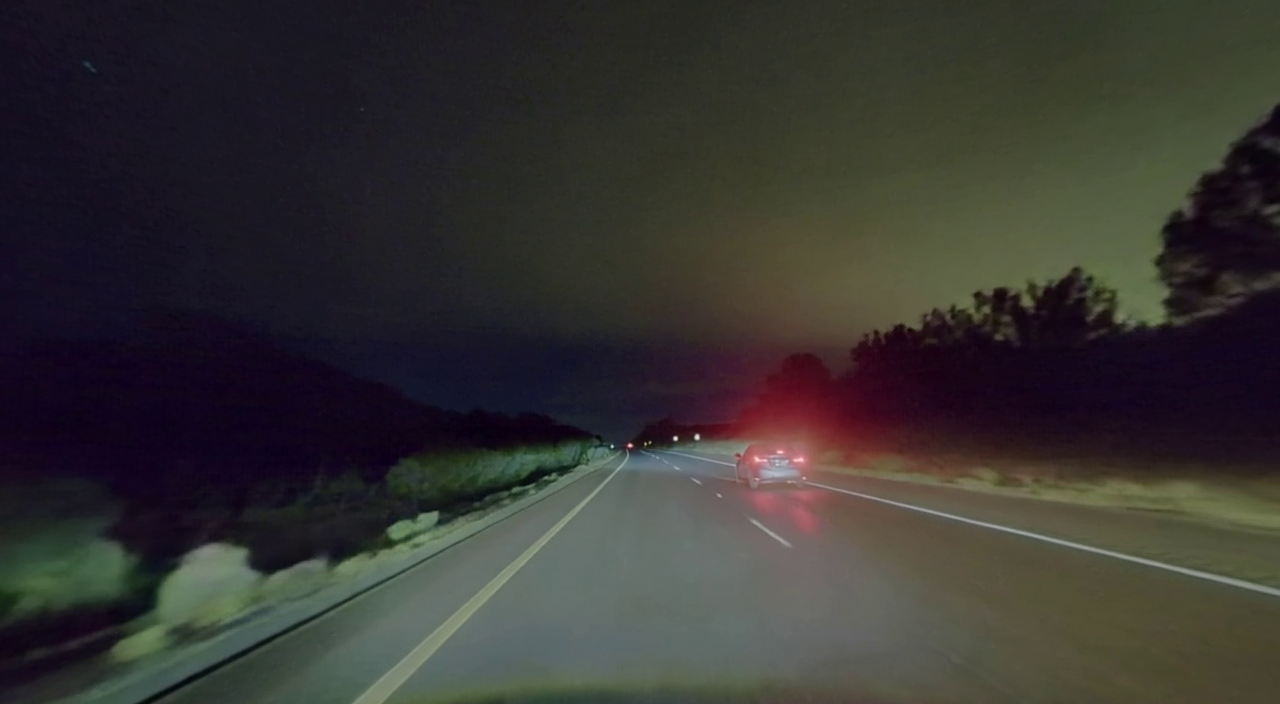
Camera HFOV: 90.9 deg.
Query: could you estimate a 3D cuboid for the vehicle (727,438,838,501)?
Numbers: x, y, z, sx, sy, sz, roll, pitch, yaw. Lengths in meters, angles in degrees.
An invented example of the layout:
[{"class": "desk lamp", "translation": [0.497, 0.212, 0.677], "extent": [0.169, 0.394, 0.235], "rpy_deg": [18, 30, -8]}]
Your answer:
[{"class": "vehicle", "translation": [3.687, 3.120, 17.176], "extent": [2.003, 1.466, 4.441], "rpy_deg": [0, -8, 0]}]
